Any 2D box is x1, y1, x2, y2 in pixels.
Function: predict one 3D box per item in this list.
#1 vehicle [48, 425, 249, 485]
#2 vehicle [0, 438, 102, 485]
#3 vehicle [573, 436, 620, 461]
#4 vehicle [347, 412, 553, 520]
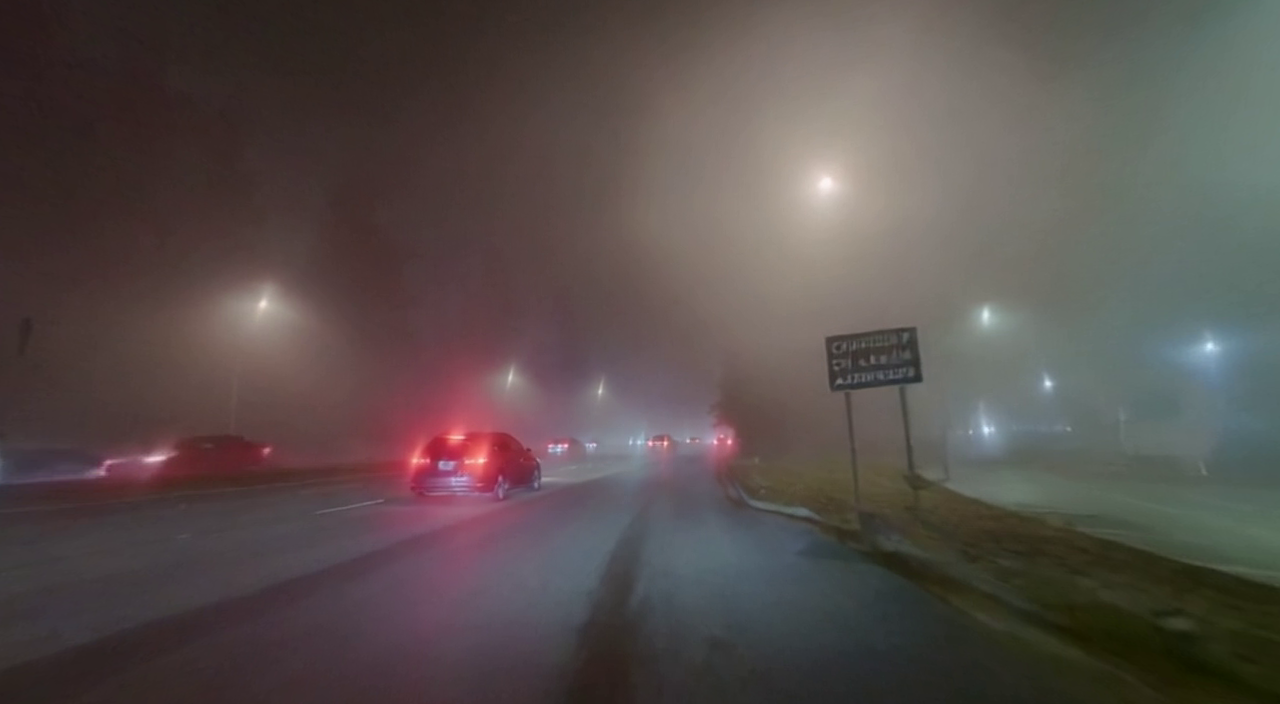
[{"bbox_3d":[-15.145,3.223,19.925,2.109,1.607,4.759,0,-9,8],"label":"vehicle"},{"bbox_3d":[-21.632,3.738,21.803,1.833,1.507,4.465,0,-9,8],"label":"vehicle"},{"bbox_3d":[-2.692,6.082,39.816,1.860,1.442,4.332,0,-9,11],"label":"vehicle"},{"bbox_3d":[-3.326,2.134,12.290,2.082,1.638,4.644,0,-9,7],"label":"vehicle"}]
